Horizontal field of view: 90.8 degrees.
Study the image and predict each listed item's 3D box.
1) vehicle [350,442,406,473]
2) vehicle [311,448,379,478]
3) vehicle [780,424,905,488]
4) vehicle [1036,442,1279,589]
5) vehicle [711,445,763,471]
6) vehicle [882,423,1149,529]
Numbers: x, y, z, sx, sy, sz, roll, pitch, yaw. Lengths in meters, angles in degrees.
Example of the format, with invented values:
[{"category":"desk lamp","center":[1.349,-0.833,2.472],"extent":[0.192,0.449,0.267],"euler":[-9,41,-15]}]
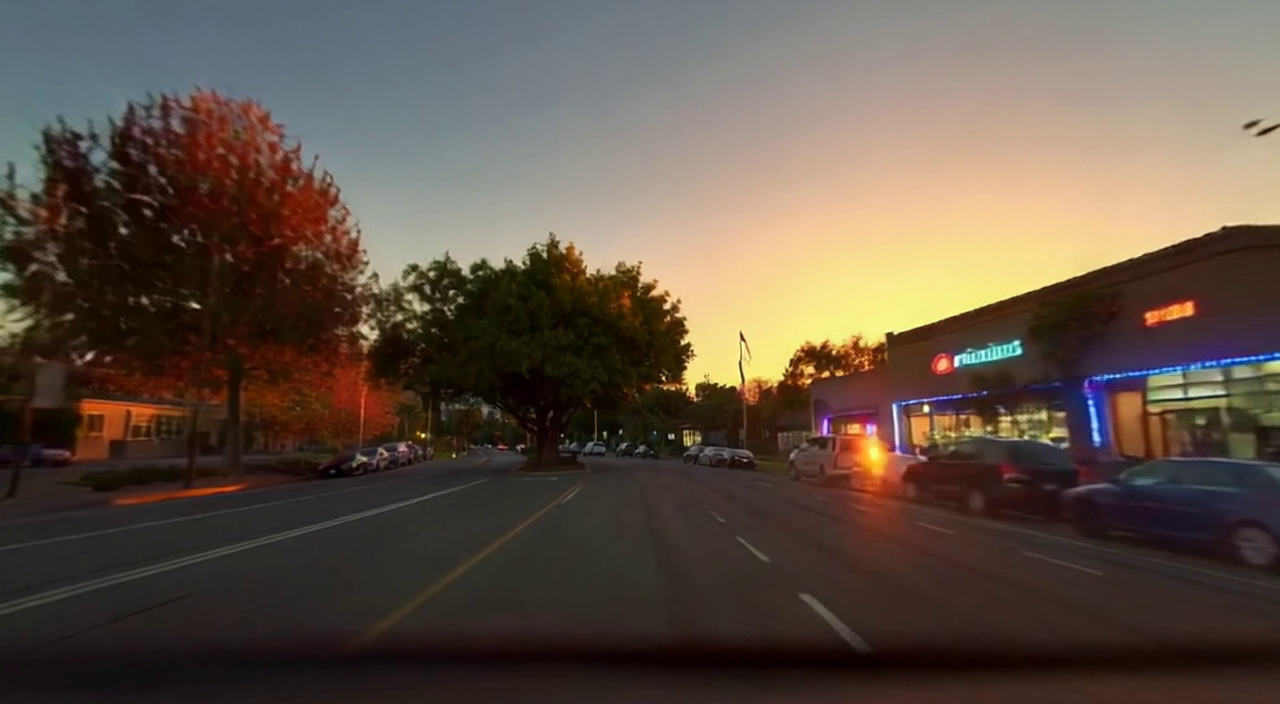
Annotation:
[{"category":"vehicle","center":[-16.042,6.475,38.925],"extent":[1.927,1.748,4.474],"euler":[1,-9,-7]},{"category":"vehicle","center":[-15.643,5.868,33.781],"extent":[2.027,1.470,4.550],"euler":[1,-9,-8]},{"category":"vehicle","center":[7.370,3.901,23.951],"extent":[2.543,2.114,5.984],"euler":[0,-9,-2]},{"category":"vehicle","center":[7.424,1.855,7.709],"extent":[1.870,1.469,5.136],"euler":[0,-9,0]},{"category":"vehicle","center":[5.926,6.530,39.152],"extent":[1.872,1.515,4.799],"euler":[1,-9,-8]},{"category":"vehicle","center":[7.498,2.531,13.520],"extent":[2.425,1.818,5.028],"euler":[0,-9,-3]}]
